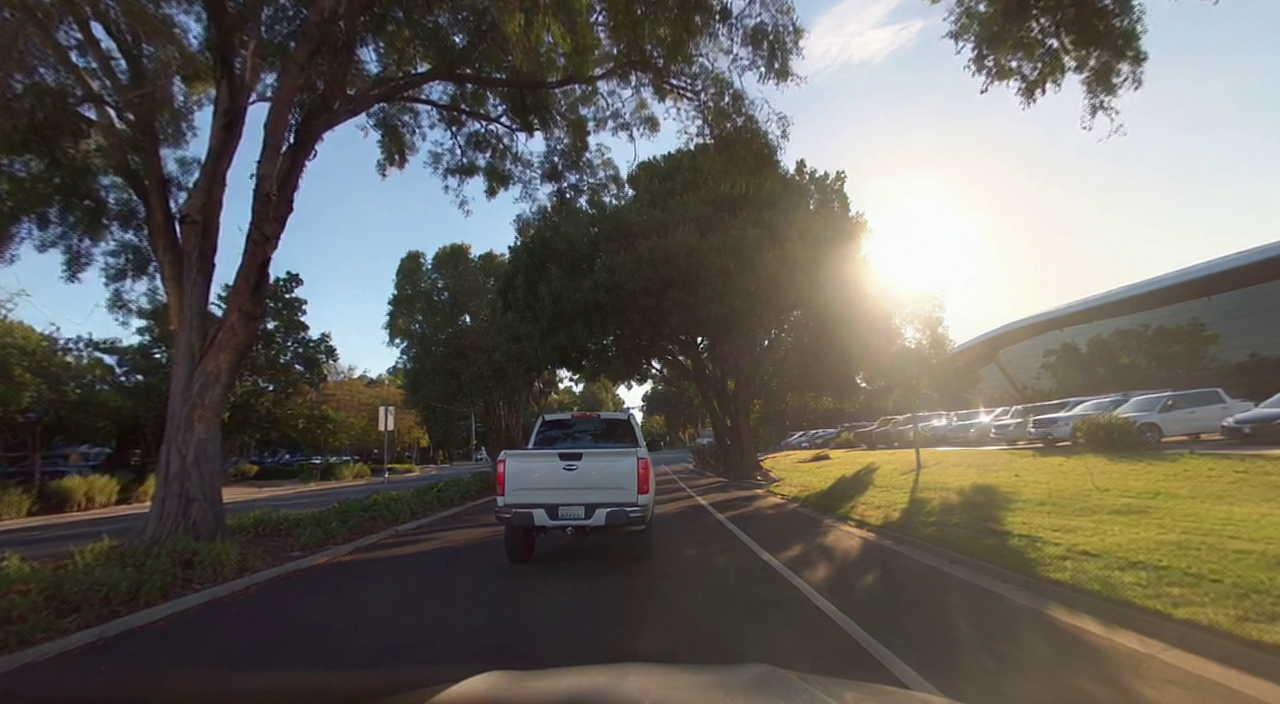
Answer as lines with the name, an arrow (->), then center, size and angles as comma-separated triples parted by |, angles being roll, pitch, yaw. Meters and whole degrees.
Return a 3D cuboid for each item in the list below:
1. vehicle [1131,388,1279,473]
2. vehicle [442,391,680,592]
vehicle -> 11.876, 1.410, 11.402 | 4.298, 1.392, 1.944 | -1, -8, 2
vehicle -> -0.652, 1.636, 8.348 | 2.157, 1.816, 5.039 | 0, -8, 2
